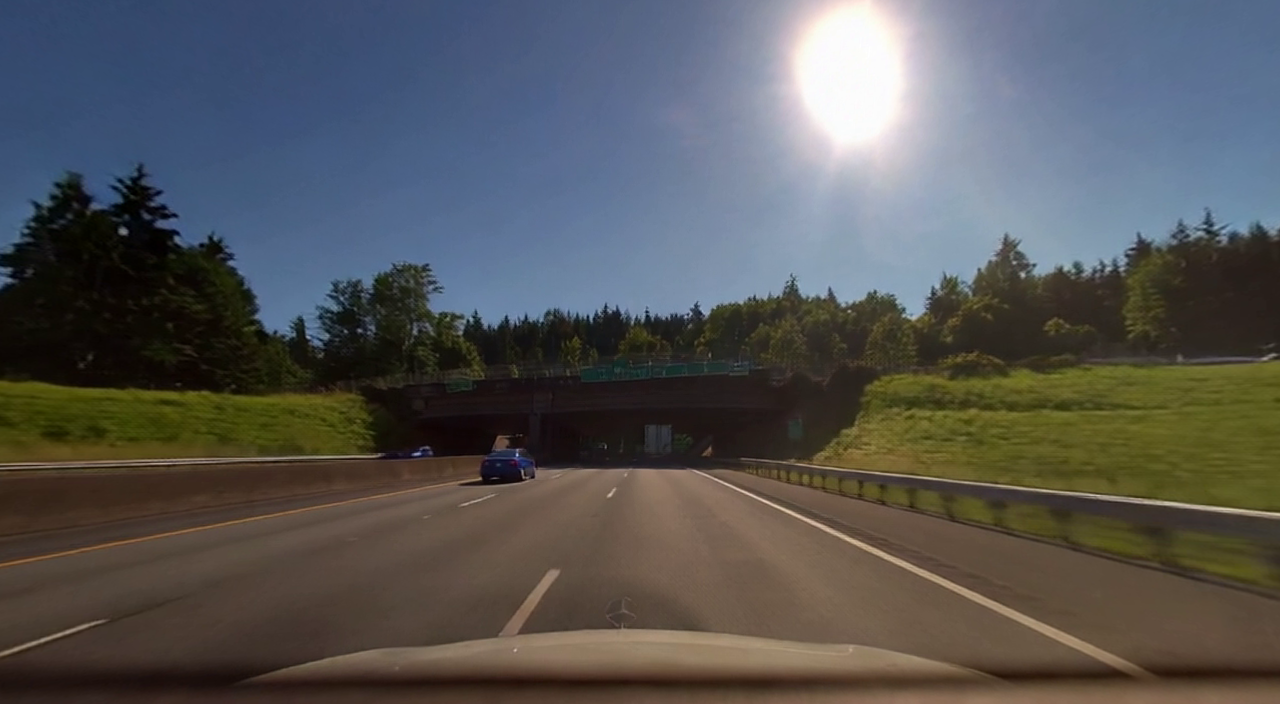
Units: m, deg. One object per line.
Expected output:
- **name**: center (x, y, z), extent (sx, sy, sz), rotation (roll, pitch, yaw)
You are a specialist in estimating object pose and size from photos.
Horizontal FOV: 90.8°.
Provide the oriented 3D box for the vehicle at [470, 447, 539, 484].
- **vehicle**: center (-6.039, 5.096, 28.701), extent (2.038, 1.489, 4.603), rotation (-1, -9, 1)
